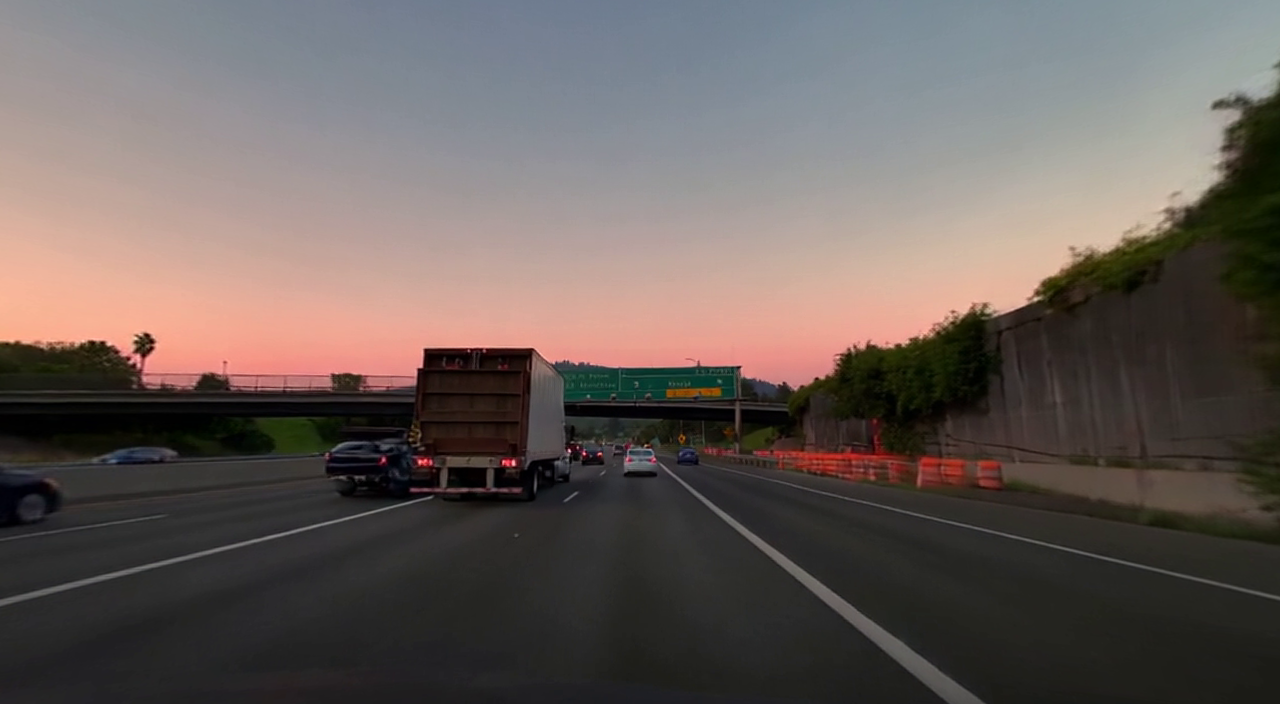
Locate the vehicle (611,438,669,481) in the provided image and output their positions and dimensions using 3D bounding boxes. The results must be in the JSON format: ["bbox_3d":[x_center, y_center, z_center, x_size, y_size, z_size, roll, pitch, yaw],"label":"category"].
[{"bbox_3d":[-0.043,4.586,27.148,2.270,1.696,4.061,0,-8,-1],"label":"vehicle"}]

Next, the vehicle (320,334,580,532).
[{"bbox_3d":[-3.634,2.106,15.976,3.075,3.276,11.073,0,-8,0],"label":"vehicle"}]

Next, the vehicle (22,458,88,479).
[{"bbox_3d":[-42.687,8.483,46.095,1.511,1.369,3.437,0,-8,1],"label":"vehicle"}]

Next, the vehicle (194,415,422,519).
[{"bbox_3d":[-7.511,2.676,15.331,2.309,2.007,5.974,0,-8,0],"label":"vehicle"}]

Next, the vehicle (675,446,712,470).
[{"bbox_3d":[3.470,6.941,41.625,2.003,1.465,4.092,0,-8,-2],"label":"vehicle"}]
